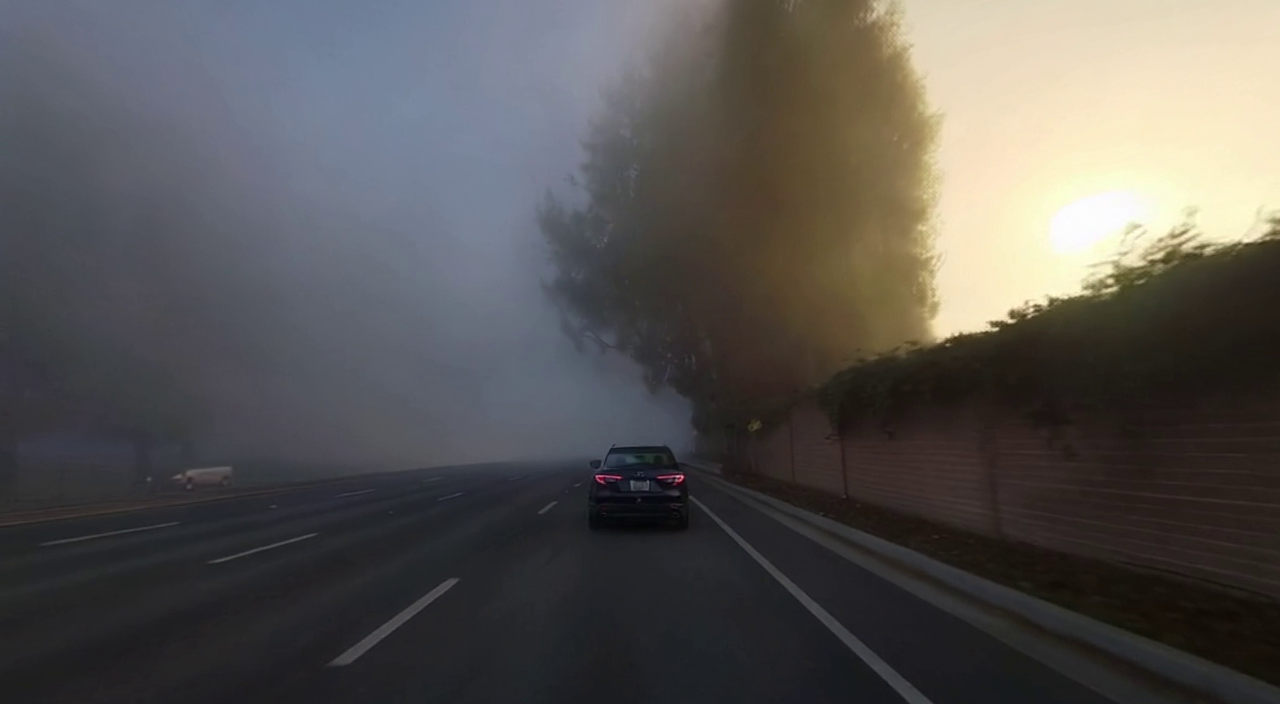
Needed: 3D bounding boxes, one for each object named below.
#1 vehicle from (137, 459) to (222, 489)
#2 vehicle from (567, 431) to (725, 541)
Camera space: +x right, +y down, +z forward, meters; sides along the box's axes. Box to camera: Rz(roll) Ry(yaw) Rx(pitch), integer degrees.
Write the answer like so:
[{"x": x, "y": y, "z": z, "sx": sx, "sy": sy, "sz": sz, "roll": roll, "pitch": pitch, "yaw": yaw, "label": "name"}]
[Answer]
[{"x": -28.512, "y": 7.541, "z": 39.292, "sx": 1.937, "sy": 1.643, "sz": 4.453, "roll": 0, "pitch": -8, "yaw": 0, "label": "vehicle"}, {"x": 0.077, "y": 2.192, "z": 11.008, "sx": 2.205, "sy": 1.509, "sz": 4.272, "roll": 0, "pitch": -8, "yaw": 0, "label": "vehicle"}]
